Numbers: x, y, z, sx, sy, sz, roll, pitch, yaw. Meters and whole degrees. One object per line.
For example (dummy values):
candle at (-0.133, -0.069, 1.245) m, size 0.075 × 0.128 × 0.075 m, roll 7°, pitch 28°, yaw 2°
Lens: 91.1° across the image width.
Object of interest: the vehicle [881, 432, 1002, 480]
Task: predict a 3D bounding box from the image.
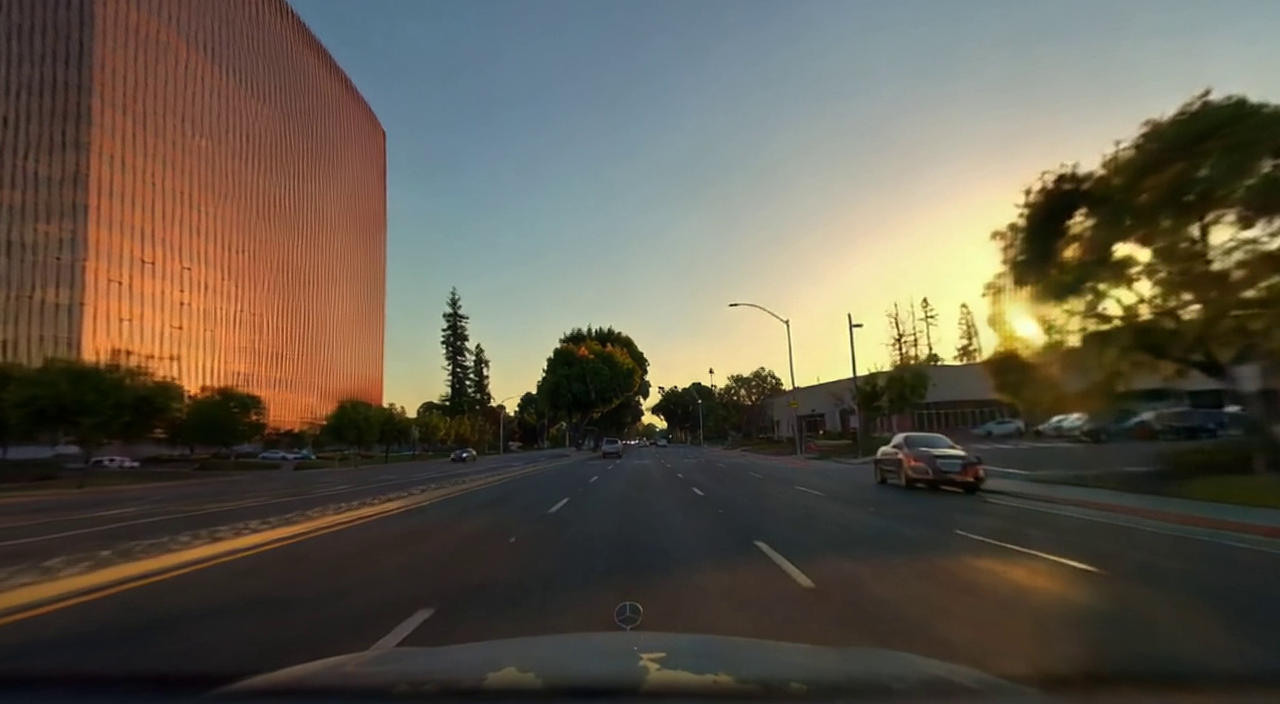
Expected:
vehicle at (11.829, 4.000, 24.507) m, size 5.061 × 1.696 × 2.129 m, roll 6°, pitch -10°, yaw -37°

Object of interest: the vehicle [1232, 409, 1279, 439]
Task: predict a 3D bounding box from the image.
vehicle at (33.597, 3.876, 33.341) m, size 1.916 × 1.491 × 4.491 m, roll -4°, pitch -9°, yaw 28°

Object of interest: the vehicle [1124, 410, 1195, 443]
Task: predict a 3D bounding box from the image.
vehicle at (27.953, 4.089, 33.941) m, size 2.042 × 1.690 × 4.562 m, roll -5°, pitch -9°, yaw 29°

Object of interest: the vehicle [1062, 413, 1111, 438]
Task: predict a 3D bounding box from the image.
vehicle at (28.368, 4.716, 39.998) m, size 1.797 × 1.498 × 4.412 m, roll -3°, pitch -9°, yaw 26°
